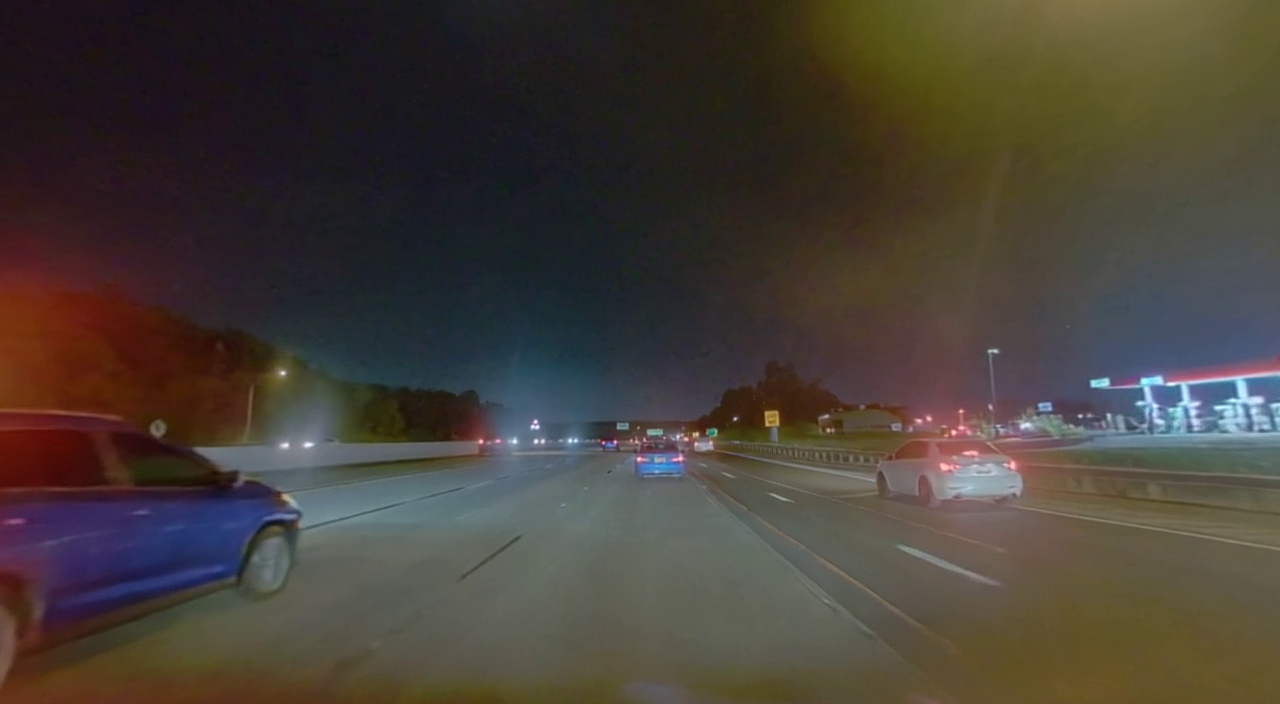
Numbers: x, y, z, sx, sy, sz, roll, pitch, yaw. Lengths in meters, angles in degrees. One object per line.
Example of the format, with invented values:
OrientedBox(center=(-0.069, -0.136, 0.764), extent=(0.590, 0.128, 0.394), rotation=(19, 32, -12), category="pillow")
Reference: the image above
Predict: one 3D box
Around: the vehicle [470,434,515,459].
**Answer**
OrientedBox(center=(-10.268, 6.632, 44.264), extent=(1.950, 1.664, 4.403), rotation=(0, -8, 2), category="vehicle")

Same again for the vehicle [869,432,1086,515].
OrientedBox(center=(6.715, 2.450, 13.244), extent=(2.030, 1.442, 4.358), rotation=(0, -8, -2), category="vehicle")

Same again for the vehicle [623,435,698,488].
OrientedBox(center=(0.566, 3.398, 19.890), extent=(2.113, 1.464, 4.073), rotation=(0, -8, 0), category="vehicle")

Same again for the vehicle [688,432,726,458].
OrientedBox(center=(4.930, 6.962, 47.163), extent=(2.261, 1.781, 4.709), rotation=(0, -8, -1), category="vehicle")

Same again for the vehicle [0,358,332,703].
OrientedBox(center=(-3.616, 0.840, 2.713), extent=(1.927, 1.586, 5.142), rotation=(0, -8, 1), category="vehicle")
